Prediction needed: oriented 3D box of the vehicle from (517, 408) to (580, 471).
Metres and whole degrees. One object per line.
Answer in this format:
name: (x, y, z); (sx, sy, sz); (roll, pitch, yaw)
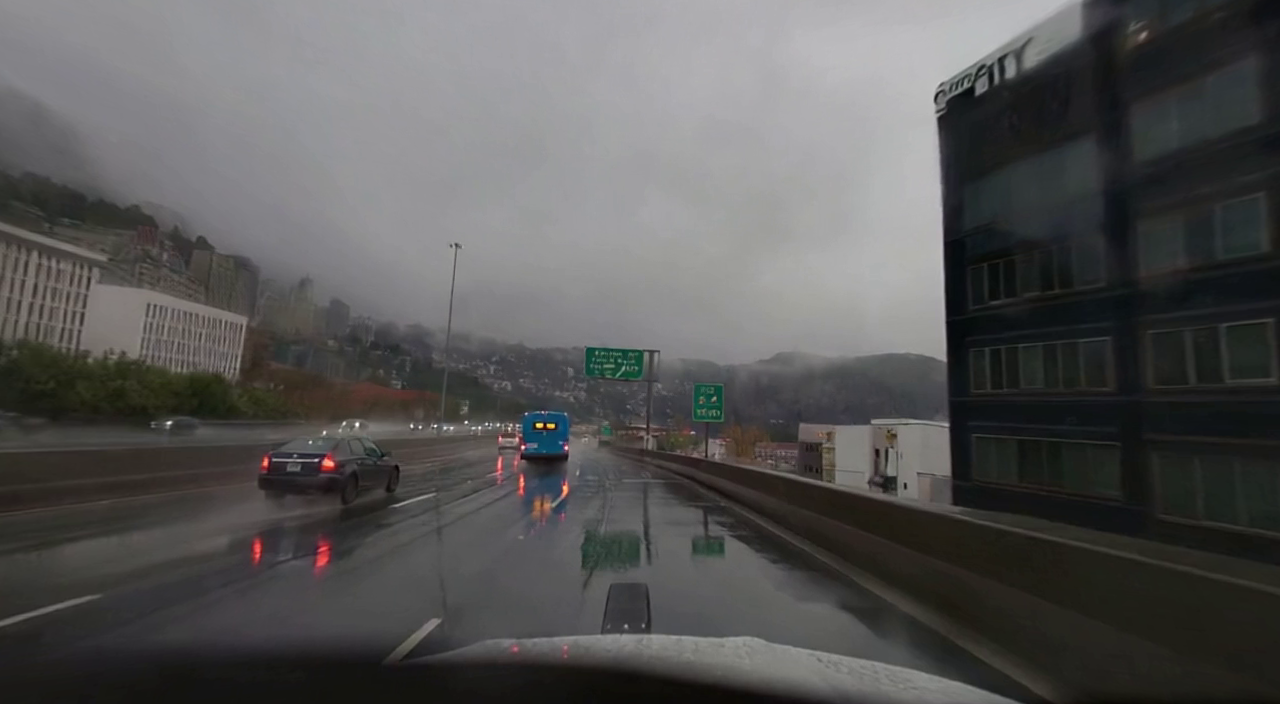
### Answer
vehicle: (-5.092, 4.783, 34.601); (2.888, 2.944, 8.373); (2, -8, -9)

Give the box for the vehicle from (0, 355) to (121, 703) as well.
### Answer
vehicle: (-3.887, 0.643, 1.155); (2.056, 1.728, 4.413); (0, -9, 0)

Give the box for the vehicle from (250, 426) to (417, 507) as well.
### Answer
vehicle: (-7.319, 2.778, 15.665); (1.993, 1.690, 4.450); (0, -9, -2)
